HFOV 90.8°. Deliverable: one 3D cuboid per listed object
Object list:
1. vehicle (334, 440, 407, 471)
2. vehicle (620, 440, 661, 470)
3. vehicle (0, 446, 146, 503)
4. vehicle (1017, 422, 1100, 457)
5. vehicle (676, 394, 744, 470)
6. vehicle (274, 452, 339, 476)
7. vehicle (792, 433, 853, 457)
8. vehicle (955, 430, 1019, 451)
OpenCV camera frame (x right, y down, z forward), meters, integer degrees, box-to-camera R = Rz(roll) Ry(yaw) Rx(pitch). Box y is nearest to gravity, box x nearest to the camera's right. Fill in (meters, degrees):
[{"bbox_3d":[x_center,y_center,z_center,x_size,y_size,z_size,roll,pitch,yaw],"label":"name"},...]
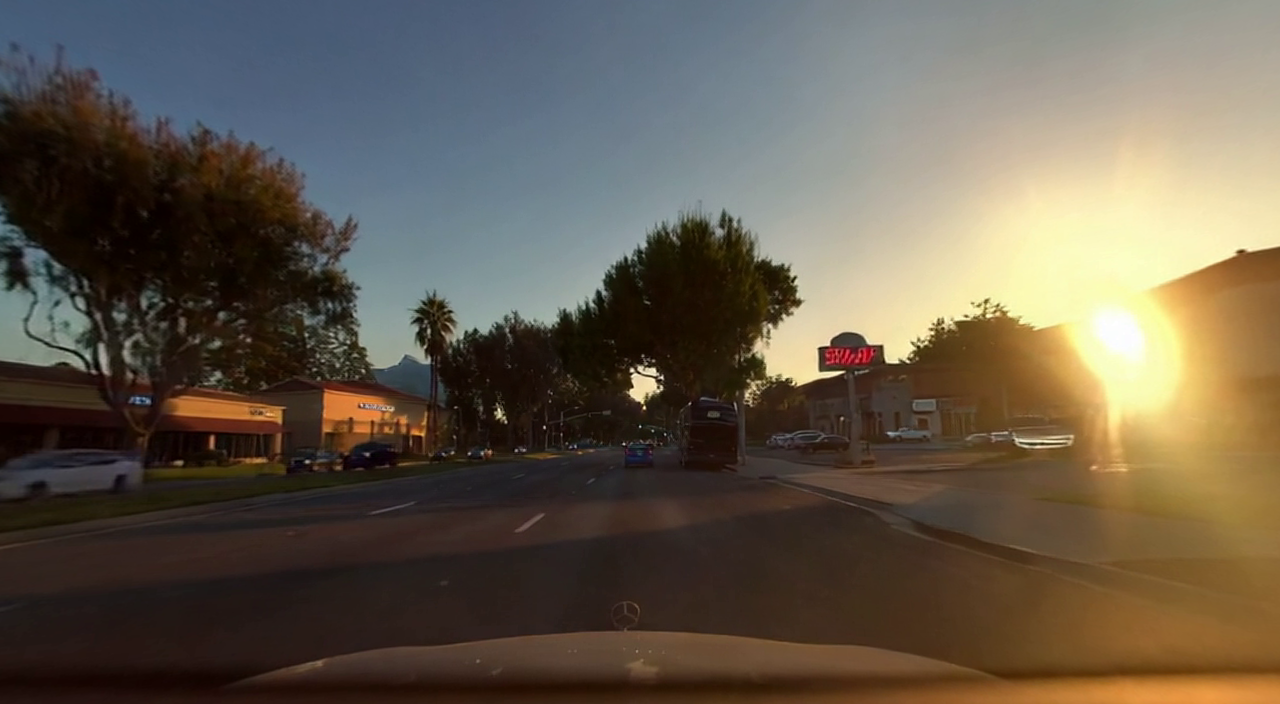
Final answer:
[{"bbox_3d":[-14.970,5.774,35.389,1.983,1.630,4.568,0,-9,1],"label":"vehicle"},{"bbox_3d":[-0.014,5.664,34.760,2.103,1.506,4.742,0,-9,-1],"label":"vehicle"},{"bbox_3d":[-18.222,3.738,19.766,1.832,1.528,4.603,0,-9,0],"label":"vehicle"},{"bbox_3d":[23.950,4.990,36.116,4.430,1.659,1.905,1,-10,-29],"label":"vehicle"},{"bbox_3d":[3.851,4.773,36.979,2.896,3.921,8.415,0,-9,-1],"label":"vehicle"},{"bbox_3d":[-22.395,7.506,42.582,1.900,1.448,4.562,0,-9,0],"label":"vehicle"},{"bbox_3d":[13.694,6.977,47.435,4.037,1.538,1.912,-7,-10,25],"label":"vehicle"},{"bbox_3d":[25.884,6.597,47.064,4.196,1.520,1.953,4,-10,-24],"label":"vehicle"}]
